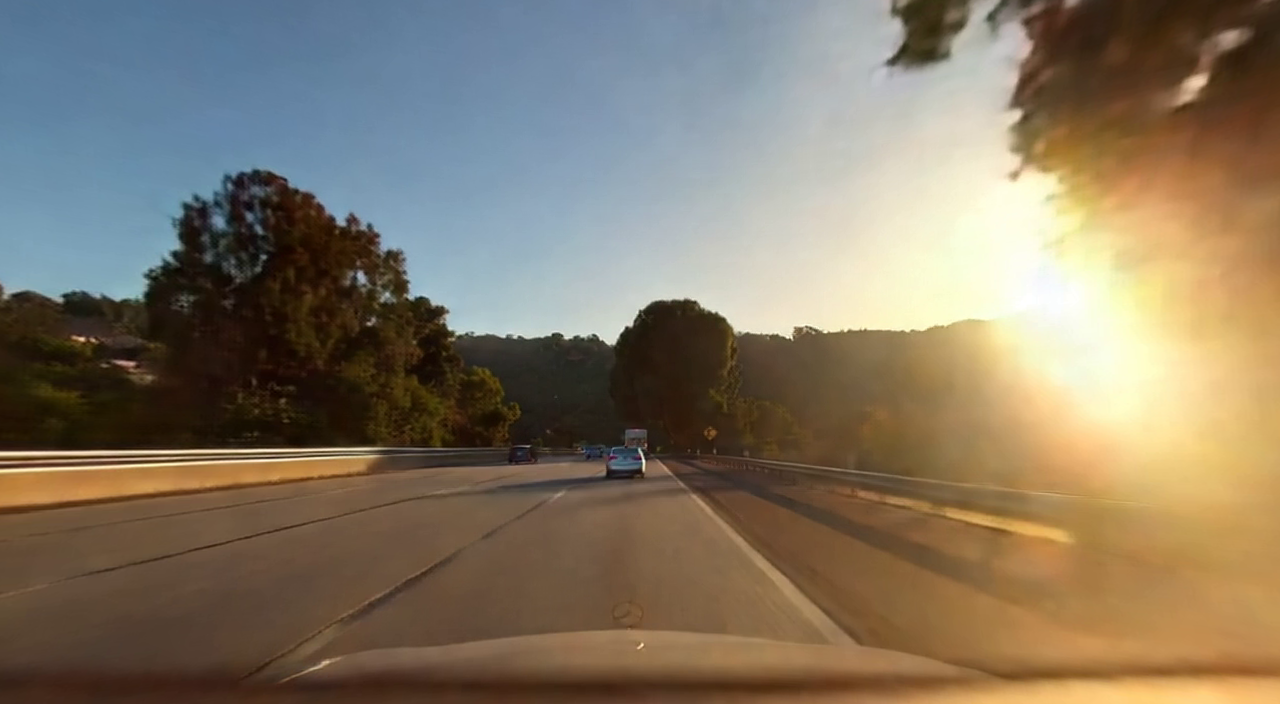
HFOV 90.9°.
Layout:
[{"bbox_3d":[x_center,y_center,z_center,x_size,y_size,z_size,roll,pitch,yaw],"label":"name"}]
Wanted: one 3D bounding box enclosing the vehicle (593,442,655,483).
[{"bbox_3d":[-0.585,4.335,24.908,2.238,1.479,3.672,0,-9,0],"label":"vehicle"}]
